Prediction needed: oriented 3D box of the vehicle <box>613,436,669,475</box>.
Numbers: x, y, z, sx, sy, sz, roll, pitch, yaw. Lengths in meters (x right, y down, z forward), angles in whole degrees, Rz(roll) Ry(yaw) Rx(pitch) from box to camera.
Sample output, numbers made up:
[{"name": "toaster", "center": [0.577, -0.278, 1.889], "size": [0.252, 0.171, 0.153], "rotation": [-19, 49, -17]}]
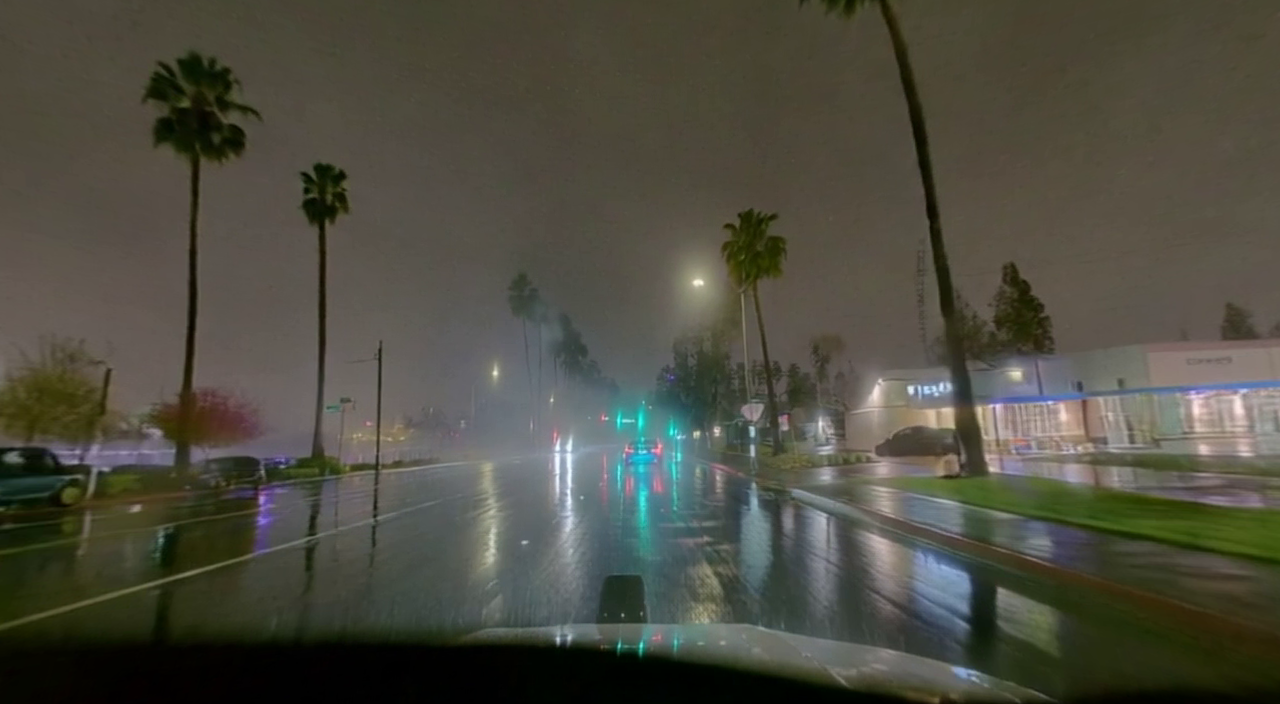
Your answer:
[{"name": "vehicle", "center": [0.074, 4.319, 26.397], "size": [2.144, 1.514, 4.063], "rotation": [0, -9, 1]}]

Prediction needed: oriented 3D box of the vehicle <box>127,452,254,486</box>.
[{"name": "vehicle", "center": [-21.345, 5.565, 30.043], "size": [4.440, 1.498, 2.001], "rotation": [3, -9, -20]}]

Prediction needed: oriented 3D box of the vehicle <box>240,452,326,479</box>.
[{"name": "vehicle", "center": [-21.534, 6.802, 37.975], "size": [4.320, 1.496, 2.046], "rotation": [5, -10, -29]}]
